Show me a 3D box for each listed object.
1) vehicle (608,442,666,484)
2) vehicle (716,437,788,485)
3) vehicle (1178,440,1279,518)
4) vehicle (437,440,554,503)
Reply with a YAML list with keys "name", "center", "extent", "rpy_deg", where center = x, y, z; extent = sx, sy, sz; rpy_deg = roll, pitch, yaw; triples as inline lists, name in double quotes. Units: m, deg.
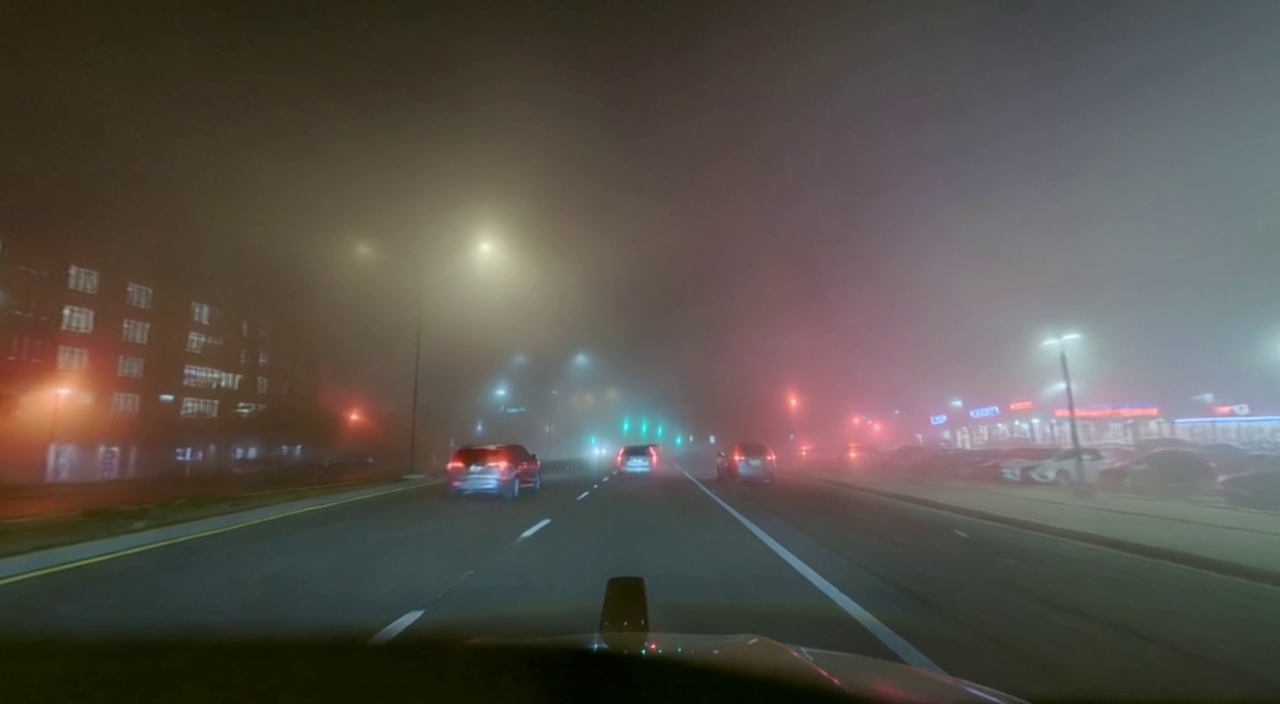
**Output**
- name: "vehicle"
  center: [-0.077, 4.197, 24.185]
  extent: [2.059, 1.477, 3.988]
  rpy_deg: [0, -8, 1]
- name: "vehicle"
  center: [4.218, 4.189, 24.447]
  extent: [2.007, 1.683, 4.171]
  rpy_deg: [0, -8, 0]
- name: "vehicle"
  center: [13.901, 2.637, 13.401]
  extent: [3.926, 1.479, 1.943]
  rpy_deg: [3, -9, -20]
- name: "vehicle"
  center: [-3.763, 3.192, 17.369]
  extent: [2.029, 1.482, 4.591]
  rpy_deg: [0, -8, 1]
